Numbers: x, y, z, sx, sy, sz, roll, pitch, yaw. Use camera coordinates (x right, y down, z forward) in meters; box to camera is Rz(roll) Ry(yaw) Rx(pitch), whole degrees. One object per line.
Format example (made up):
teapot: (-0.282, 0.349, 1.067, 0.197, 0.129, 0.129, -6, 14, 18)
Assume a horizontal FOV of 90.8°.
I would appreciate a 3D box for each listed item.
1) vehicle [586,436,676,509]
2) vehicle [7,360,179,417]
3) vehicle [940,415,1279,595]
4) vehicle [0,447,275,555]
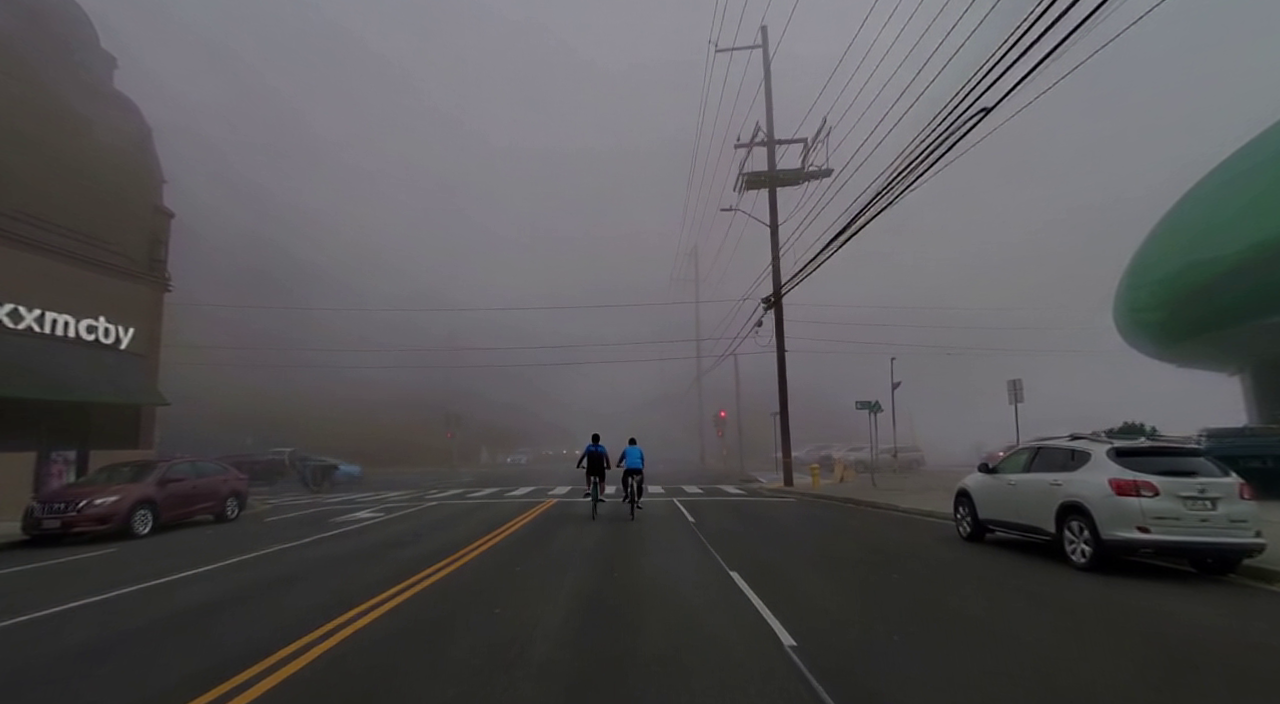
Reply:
vehicle: (-0.179, 3.265, 17.567, 2.190, 1.783, 4.048, 0, -9, 1)
vehicle: (-17.105, 1.184, 19.909, 3.685, 1.584, 1.708, 1, -9, -3)
vehicle: (5.822, 1.774, 8.158, 1.873, 1.714, 3.979, 0, -9, 0)
vehicle: (-10.244, 2.951, 13.431, 2.075, 1.816, 4.900, 0, -9, -1)
